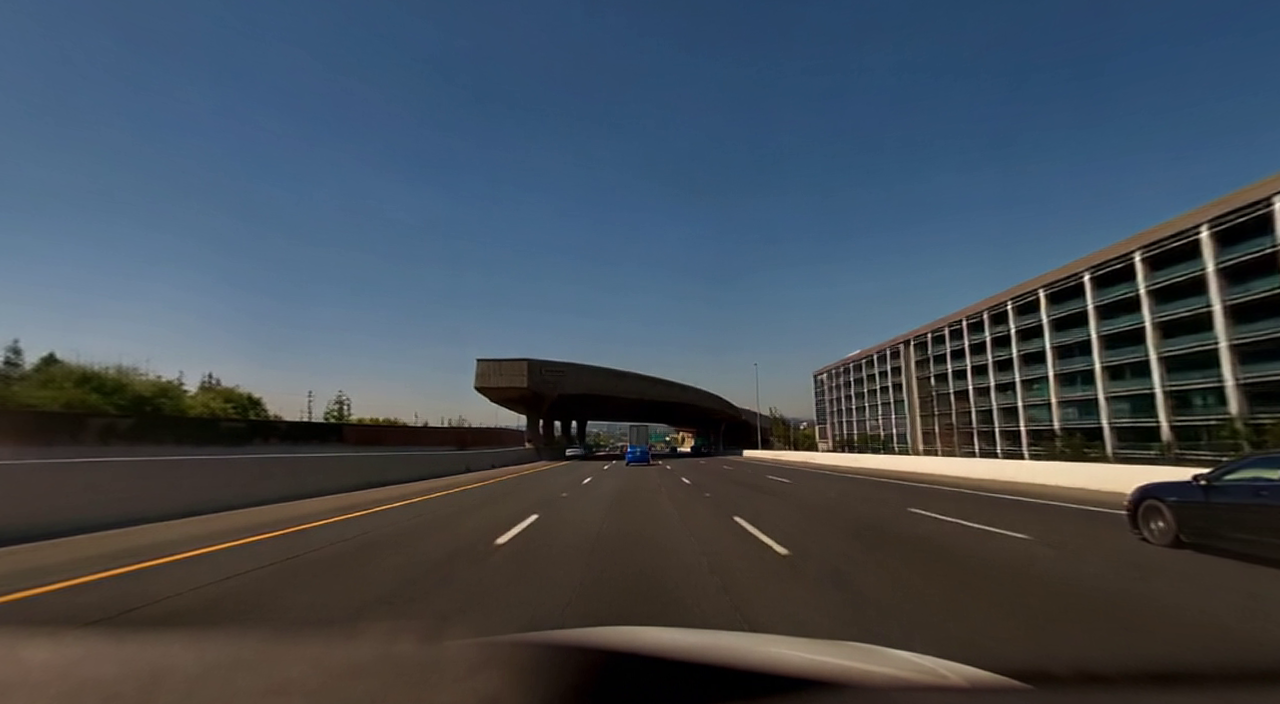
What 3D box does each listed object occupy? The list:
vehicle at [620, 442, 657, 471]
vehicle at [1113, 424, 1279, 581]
[{"bbox_3d":[-0.081,5.915,35.817,2.036,1.542,3.891,0,-8,0],"label":"vehicle"},{"bbox_3d":[7.164,1.407,5.754,1.937,1.498,4.710,0,-8,-1],"label":"vehicle"}]
